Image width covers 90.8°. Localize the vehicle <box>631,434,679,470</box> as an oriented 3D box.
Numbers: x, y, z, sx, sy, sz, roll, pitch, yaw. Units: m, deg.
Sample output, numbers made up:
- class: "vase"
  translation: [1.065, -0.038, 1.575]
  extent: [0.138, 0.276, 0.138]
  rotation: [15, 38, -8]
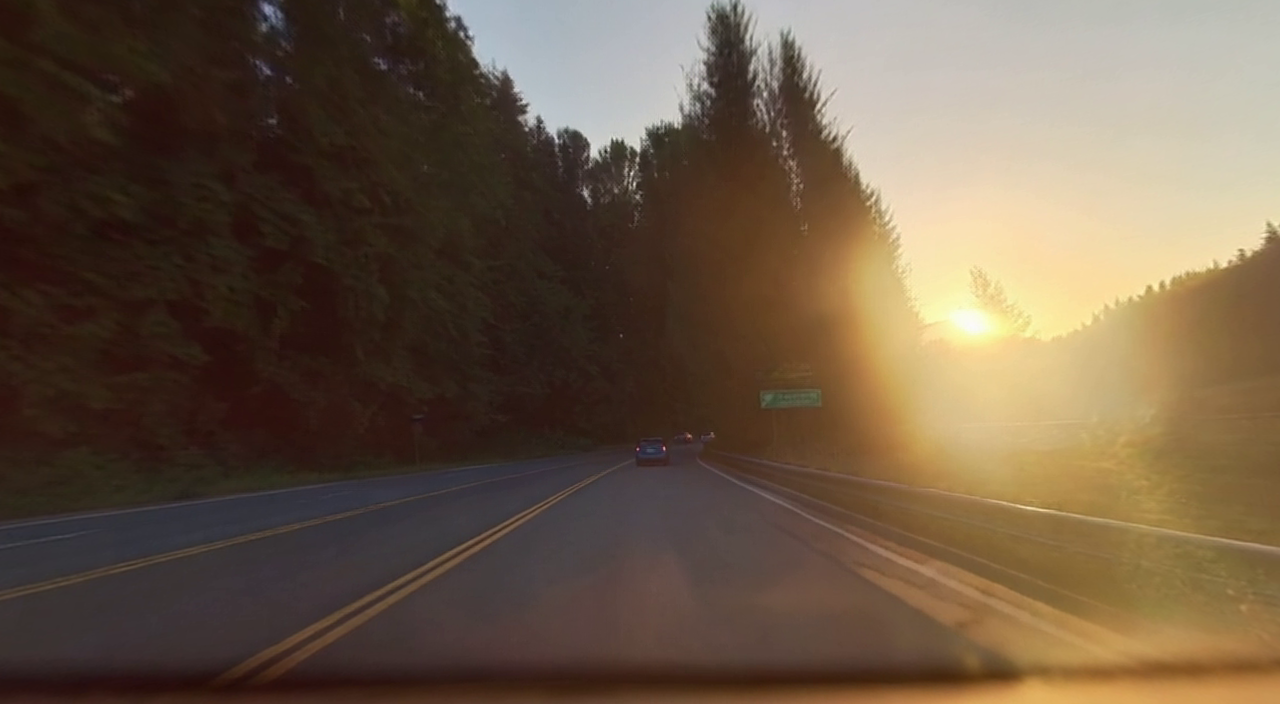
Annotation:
- class: "vehicle"
  translation: [0.858, 5.098, 32.344]
  extent: [2.294, 1.708, 4.110]
  rotation: [-1, -8, 3]
